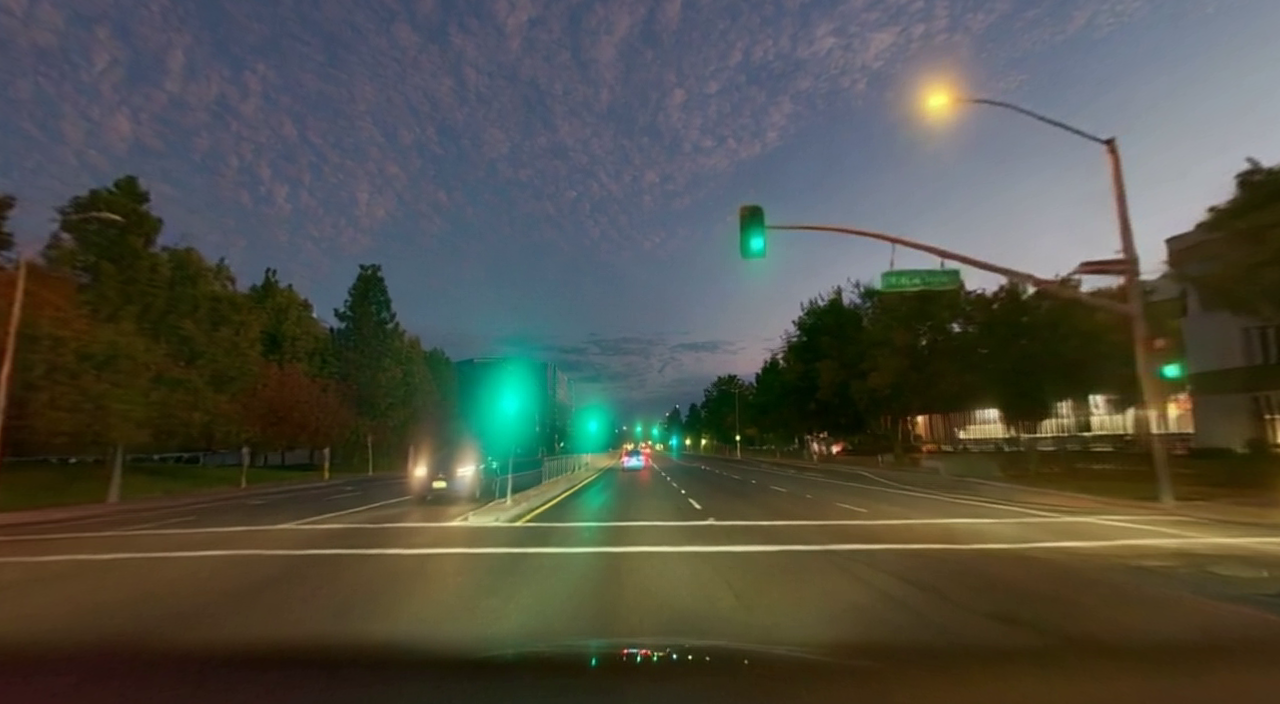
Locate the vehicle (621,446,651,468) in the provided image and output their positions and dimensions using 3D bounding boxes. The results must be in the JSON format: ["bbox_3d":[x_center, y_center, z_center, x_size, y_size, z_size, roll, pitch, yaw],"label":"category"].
[{"bbox_3d":[-0.300,7.477,44.813,2.064,1.477,3.968,0,-9,-1],"label":"vehicle"}]

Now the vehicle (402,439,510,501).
[{"bbox_3d":[-5.385,3.506,19.058,2.016,1.631,4.148,0,-9,-1],"label":"vehicle"}]
